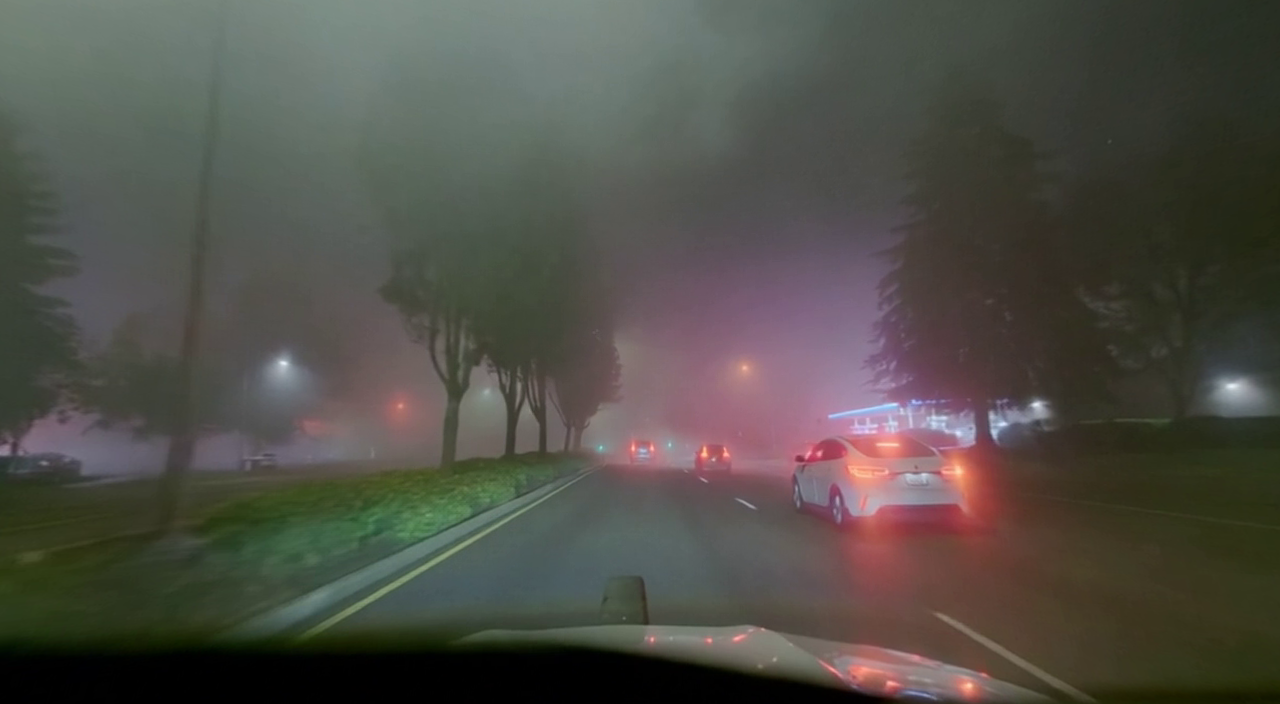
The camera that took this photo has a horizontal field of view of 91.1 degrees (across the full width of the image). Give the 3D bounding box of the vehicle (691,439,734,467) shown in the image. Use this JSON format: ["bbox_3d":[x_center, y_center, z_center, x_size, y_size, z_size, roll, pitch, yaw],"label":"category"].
[{"bbox_3d":[4.195,5.926,36.960,1.980,1.515,4.362,0,-9,-1],"label":"vehicle"}]

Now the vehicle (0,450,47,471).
[{"bbox_3d":[-46.461,7.903,45.822,4.234,1.475,1.929,0,-9,0],"label":"vehicle"}]

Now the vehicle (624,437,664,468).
[{"bbox_3d":[0.238,5.877,36.812,2.172,1.694,4.055,0,-9,0],"label":"vehicle"}]

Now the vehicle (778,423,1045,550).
[{"bbox_3d":[3.804,1.981,10.000,2.119,1.509,4.756,0,-9,0],"label":"vehicle"}]
